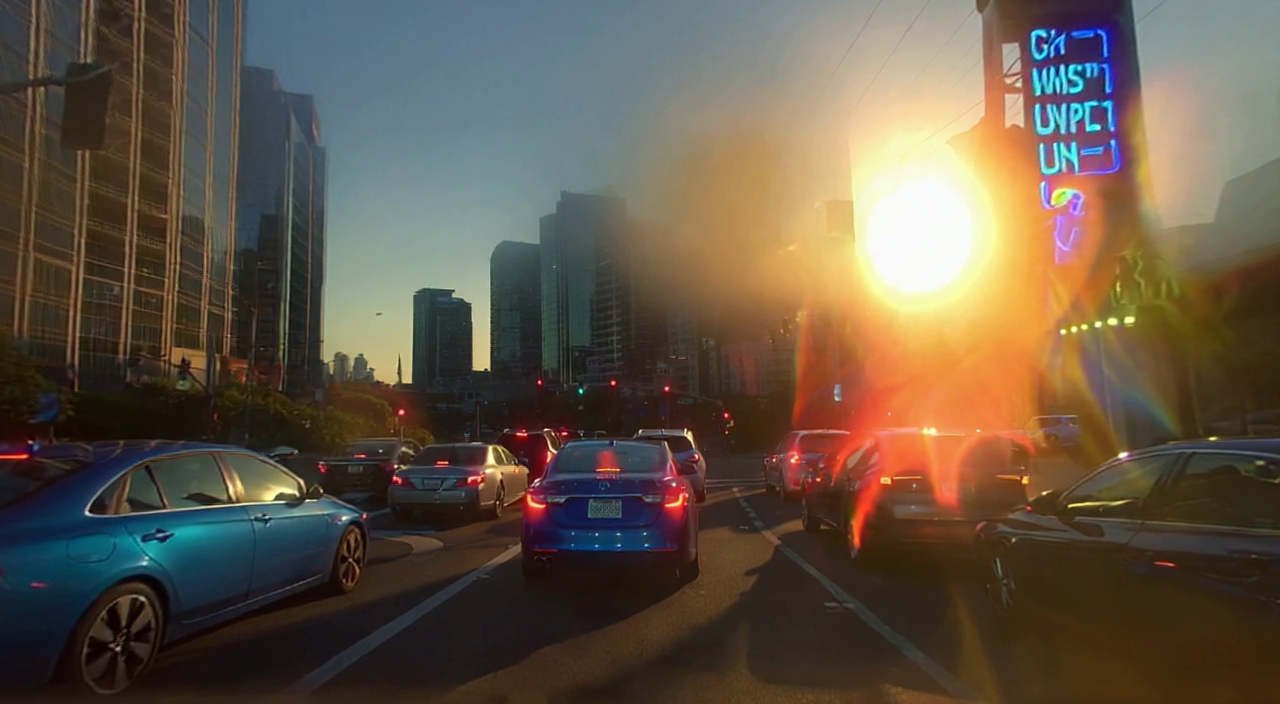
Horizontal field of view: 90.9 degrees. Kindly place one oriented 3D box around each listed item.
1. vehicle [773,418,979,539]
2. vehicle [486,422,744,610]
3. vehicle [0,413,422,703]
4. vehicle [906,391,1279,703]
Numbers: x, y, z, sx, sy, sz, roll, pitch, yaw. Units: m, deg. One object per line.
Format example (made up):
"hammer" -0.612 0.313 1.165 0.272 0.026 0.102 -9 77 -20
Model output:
"vehicle" 3.771 2.094 11.021 2.007 1.683 4.171 0 -8 1
"vehicle" -0.188 1.613 7.107 2.059 1.477 3.988 0 -8 0
"vehicle" -3.415 1.299 4.716 1.980 1.454 4.226 0 -8 1
"vehicle" 3.407 1.067 3.495 1.981 1.499 4.536 0 -8 2
